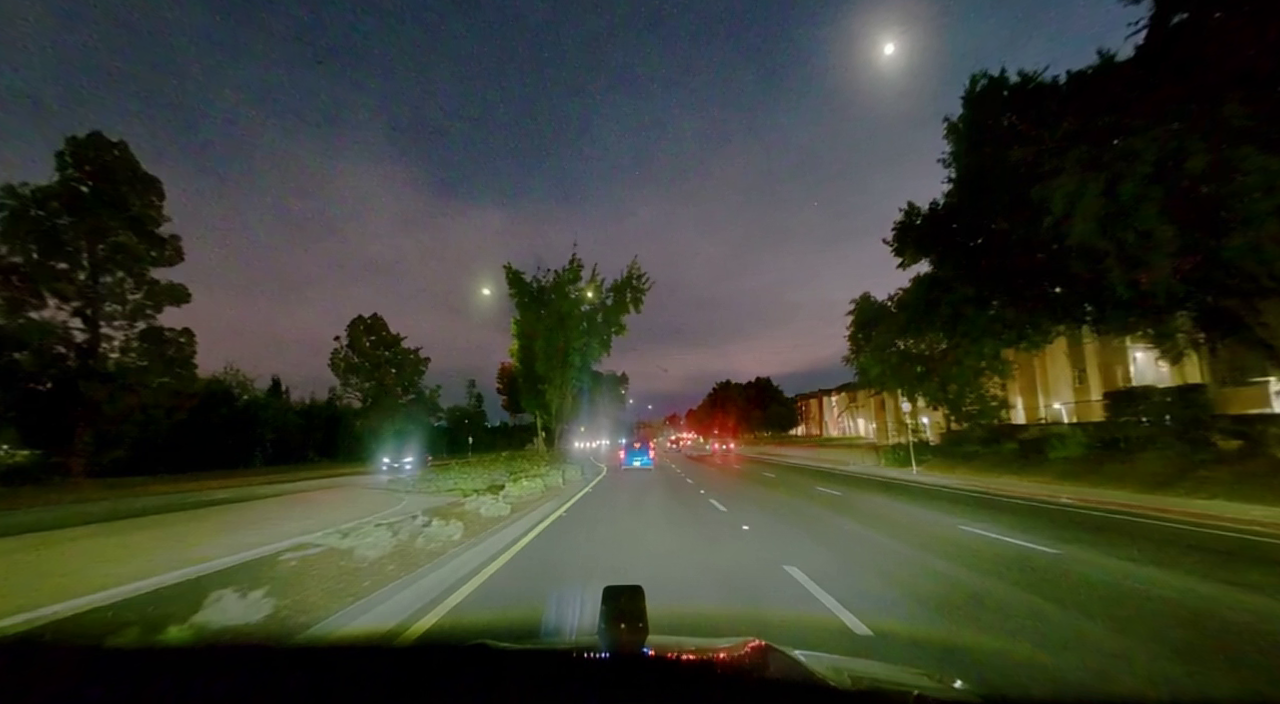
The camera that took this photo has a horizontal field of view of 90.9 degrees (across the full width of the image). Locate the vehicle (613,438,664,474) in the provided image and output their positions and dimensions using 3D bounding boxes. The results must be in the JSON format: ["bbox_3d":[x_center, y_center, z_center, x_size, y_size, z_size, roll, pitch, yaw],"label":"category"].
[{"bbox_3d":[-0.058,4.604,28.084,2.102,1.481,3.907,0,-8,0],"label":"vehicle"}]

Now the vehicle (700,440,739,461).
[{"bbox_3d":[5.880,7.318,47.040,2.067,1.514,4.188,1,-8,-5],"label":"vehicle"}]
